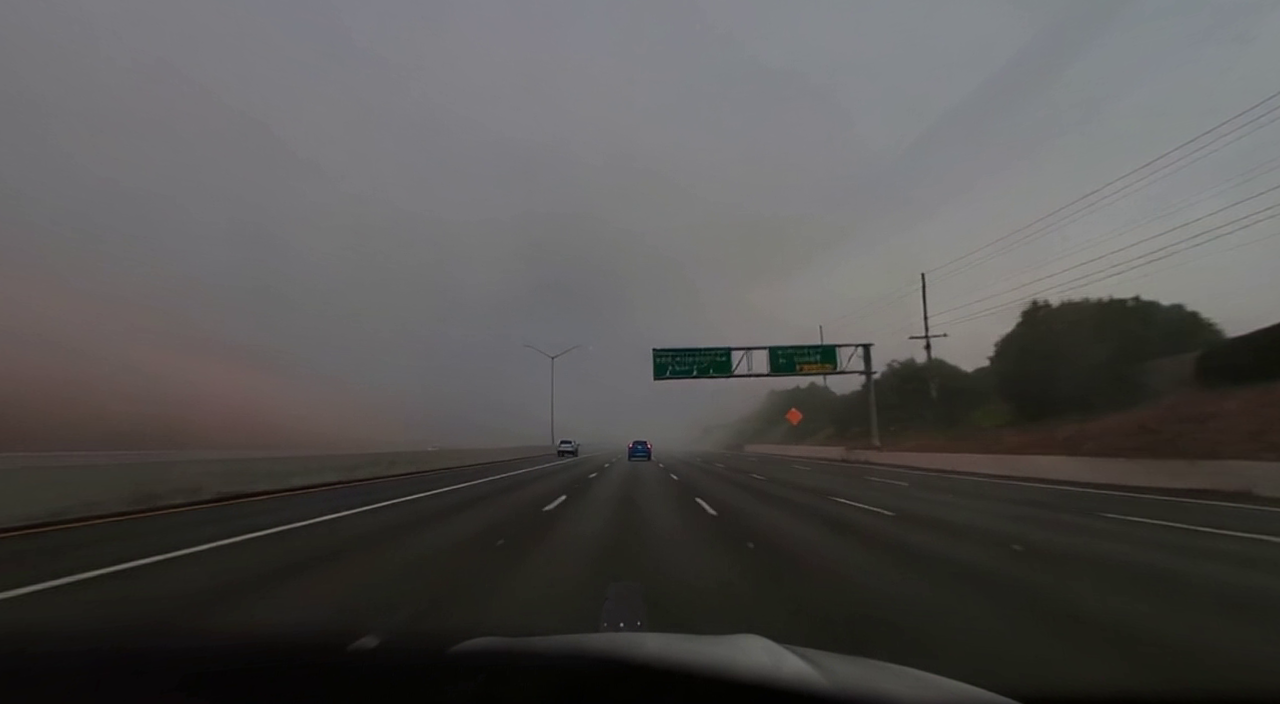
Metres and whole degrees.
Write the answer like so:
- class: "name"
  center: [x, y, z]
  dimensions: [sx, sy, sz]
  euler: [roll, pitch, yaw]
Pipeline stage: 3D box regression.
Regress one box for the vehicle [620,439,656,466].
- class: "vehicle"
  center: [-0.155, 6.186, 38.921]
  dimensions: [2.074, 1.574, 3.971]
  euler: [0, -8, -1]
